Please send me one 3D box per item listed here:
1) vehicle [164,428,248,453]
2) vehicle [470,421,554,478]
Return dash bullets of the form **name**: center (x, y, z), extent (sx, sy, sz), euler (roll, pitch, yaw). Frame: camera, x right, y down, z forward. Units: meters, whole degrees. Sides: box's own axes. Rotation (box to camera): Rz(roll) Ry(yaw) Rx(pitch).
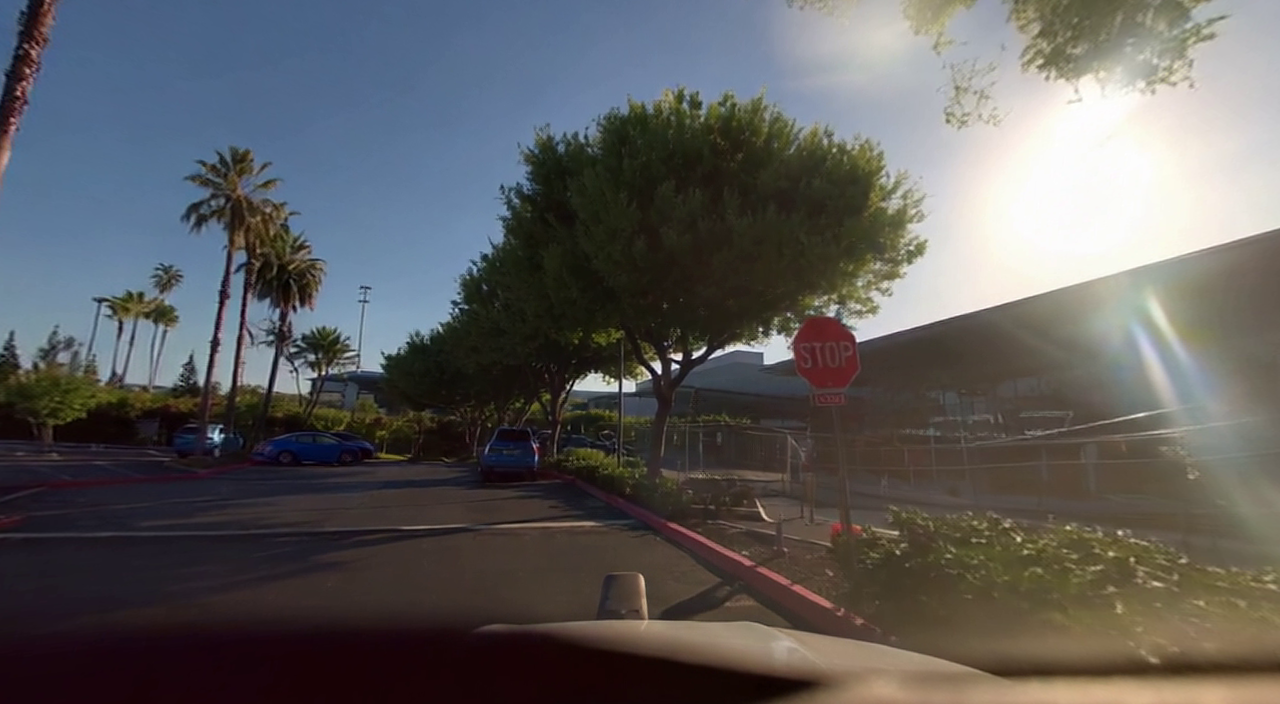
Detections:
- **vehicle**: center (-29.133, 5.967, 42.558), extent (4.457, 1.552, 1.748), euler (5, -10, -33)
- **vehicle**: center (-4.439, 3.272, 21.319), extent (2.071, 1.700, 4.367), euler (3, -9, -20)
